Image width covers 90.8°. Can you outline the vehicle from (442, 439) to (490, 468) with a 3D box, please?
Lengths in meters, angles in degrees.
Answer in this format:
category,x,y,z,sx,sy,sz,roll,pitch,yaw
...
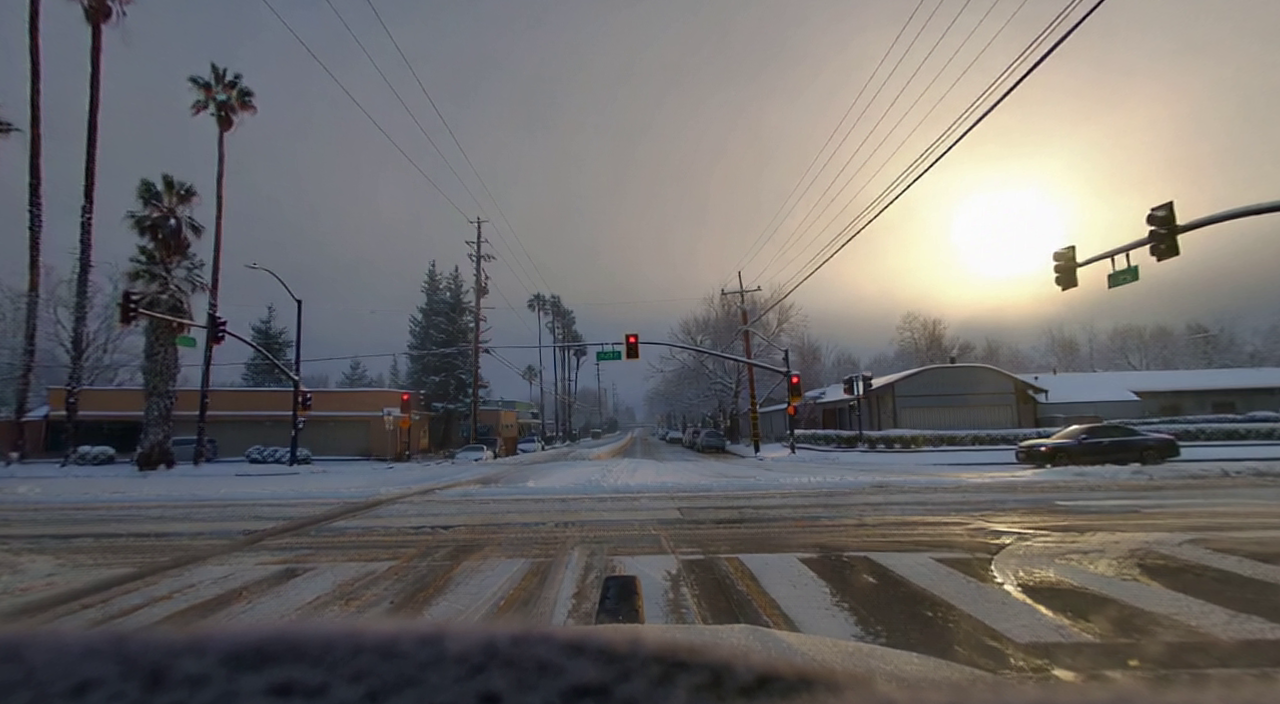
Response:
category,x,y,z,sx,sy,sz,roll,pitch,yaw
vehicle,-11.984,6.989,43.809,2.016,1.717,4.287,0,-6,1

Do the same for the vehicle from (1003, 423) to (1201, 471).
category,x,y,z,sx,sy,sz,roll,pitch,yaw
vehicle,15.225,3.166,21.087,4.918,1.479,1.897,-1,-9,7

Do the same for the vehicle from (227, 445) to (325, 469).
category,x,y,z,sx,sy,sz,roll,pitch,yaw
vehicle,-22.317,6.434,38.846,4.849,1.444,1.881,0,-8,1

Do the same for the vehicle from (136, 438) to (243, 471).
category,x,y,z,sx,sy,sz,roll,pitch,yaw
vehicle,-25.913,5.926,36.460,4.613,1.820,2.021,0,-9,3
